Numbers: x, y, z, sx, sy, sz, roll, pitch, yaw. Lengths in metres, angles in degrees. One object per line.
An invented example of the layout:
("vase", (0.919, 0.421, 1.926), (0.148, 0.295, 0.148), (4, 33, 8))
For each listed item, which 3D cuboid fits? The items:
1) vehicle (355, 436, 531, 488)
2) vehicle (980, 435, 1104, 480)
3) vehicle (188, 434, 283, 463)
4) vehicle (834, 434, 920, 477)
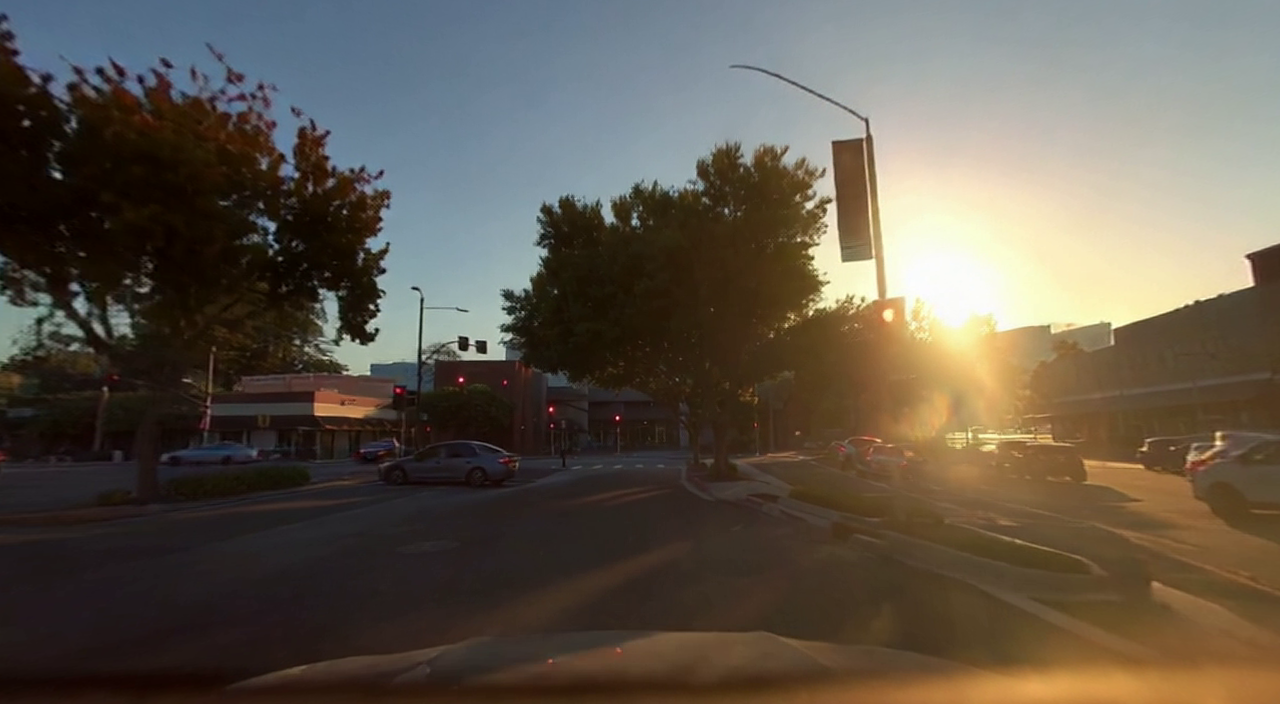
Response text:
("vehicle", (-6.063, 3.380, 19.748), (4.792, 1.468, 2.116), (-1, -8, 11))
("vehicle", (14.673, 3.832, 23.402), (1.951, 1.491, 4.359), (0, -8, 4))
("vehicle", (-25.793, 6.142, 40.420), (4.906, 1.784, 1.913), (5, -9, -32))
("vehicle", (9.238, 4.046, 25.091), (2.061, 1.519, 4.794), (-1, -8, 6))
